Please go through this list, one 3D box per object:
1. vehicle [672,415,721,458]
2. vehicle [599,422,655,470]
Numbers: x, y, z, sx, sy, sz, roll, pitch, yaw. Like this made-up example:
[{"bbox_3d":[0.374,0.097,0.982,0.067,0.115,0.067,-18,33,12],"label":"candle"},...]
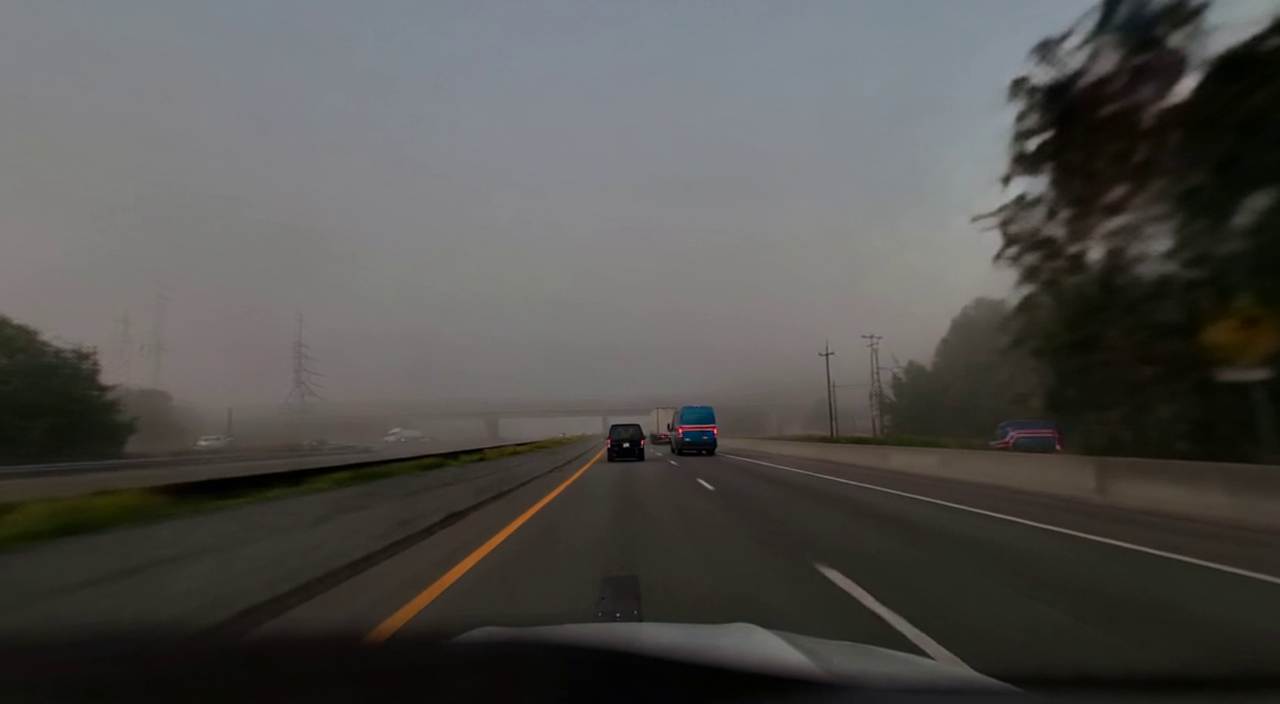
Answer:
[{"bbox_3d":[3.440,5.276,39.386,2.387,2.506,5.374,0,-8,-2],"label":"vehicle"},{"bbox_3d":[-0.544,3.770,25.480,2.073,1.750,4.116,0,-8,-2],"label":"vehicle"}]
